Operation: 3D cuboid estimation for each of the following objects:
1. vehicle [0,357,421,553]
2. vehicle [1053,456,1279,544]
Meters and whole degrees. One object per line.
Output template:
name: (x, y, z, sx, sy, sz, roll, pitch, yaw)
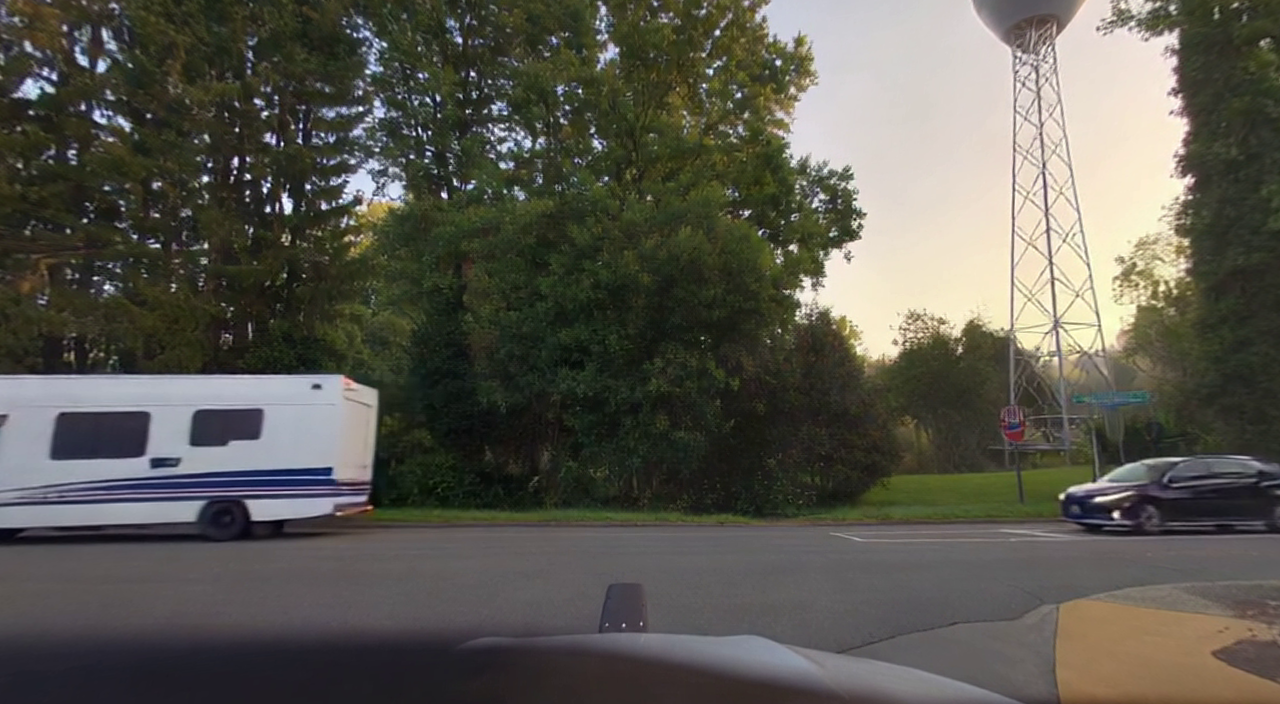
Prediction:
vehicle: (-8.743, 1.886, 11.834, 8.152, 3.185, 2.776, 0, -9, -3)
vehicle: (10.749, 2.791, 12.200, 4.092, 1.486, 1.973, 0, -9, -2)
